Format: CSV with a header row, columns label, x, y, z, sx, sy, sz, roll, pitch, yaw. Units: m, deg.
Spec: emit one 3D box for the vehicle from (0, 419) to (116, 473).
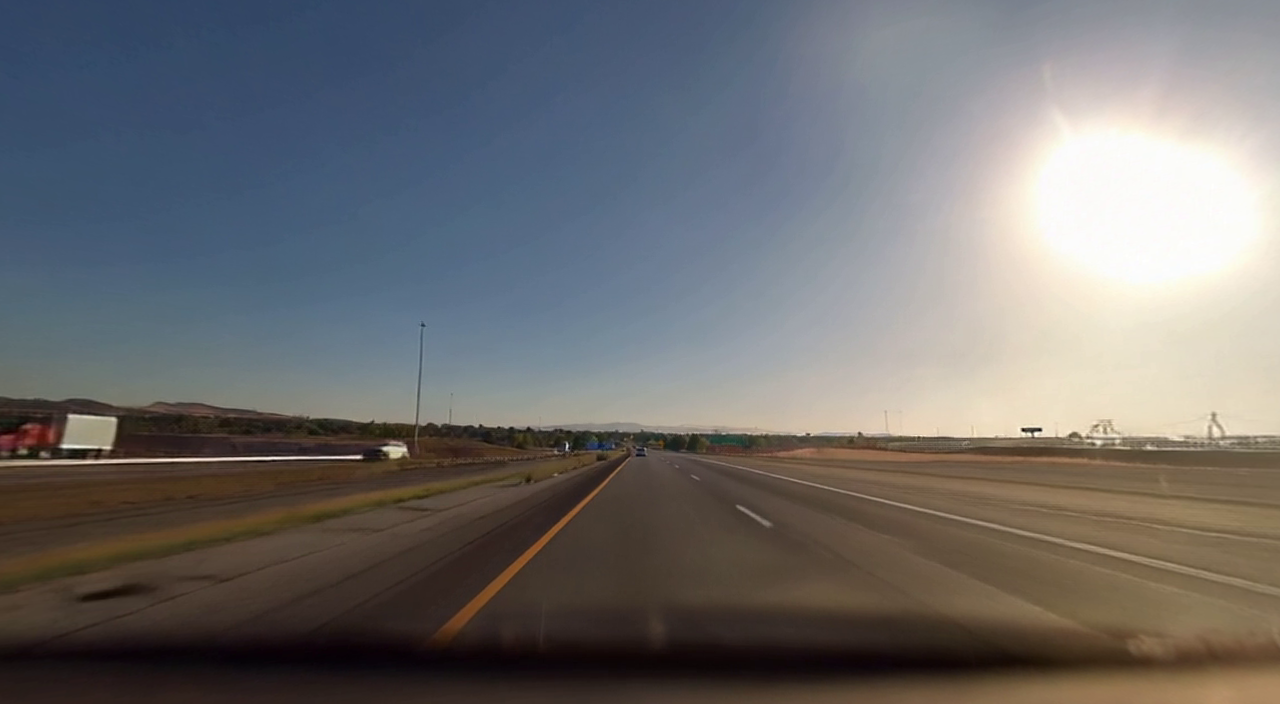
label,x,y,z,sx,sy,sz,roll,pitch,yaw
vehicle,-39.997,6.370,42.899,2.893,3.371,6.704,0,-8,-1
